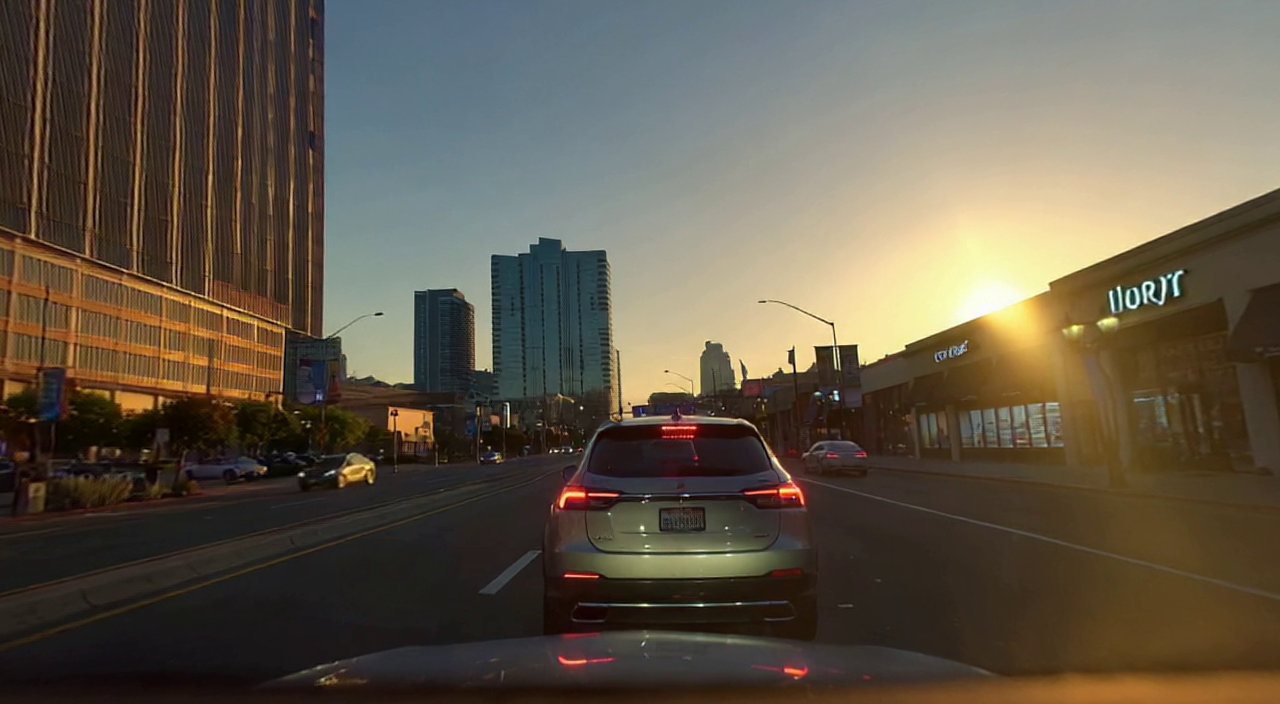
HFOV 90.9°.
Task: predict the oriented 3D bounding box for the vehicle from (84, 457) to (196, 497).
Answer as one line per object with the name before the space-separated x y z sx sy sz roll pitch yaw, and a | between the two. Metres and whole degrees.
vehicle | -25.842 6.416 32.847 2.026 1.808 4.835 0 -8 -2

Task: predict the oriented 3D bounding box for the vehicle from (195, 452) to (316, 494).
vehicle | -17.714 5.561 29.329 1.981 1.659 4.608 -5 -9 16

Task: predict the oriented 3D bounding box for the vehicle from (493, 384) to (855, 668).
vehicle | 0.203 1.310 5.738 2.125 1.669 3.880 0 -8 0

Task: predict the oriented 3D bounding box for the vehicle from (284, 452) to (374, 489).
vehicle | -13.851 5.282 28.360 1.991 1.486 3.844 -1 -8 2

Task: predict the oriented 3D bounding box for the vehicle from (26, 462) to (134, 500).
vehicle | -28.656 6.610 32.445 2.018 1.716 4.042 -1 -10 -5
